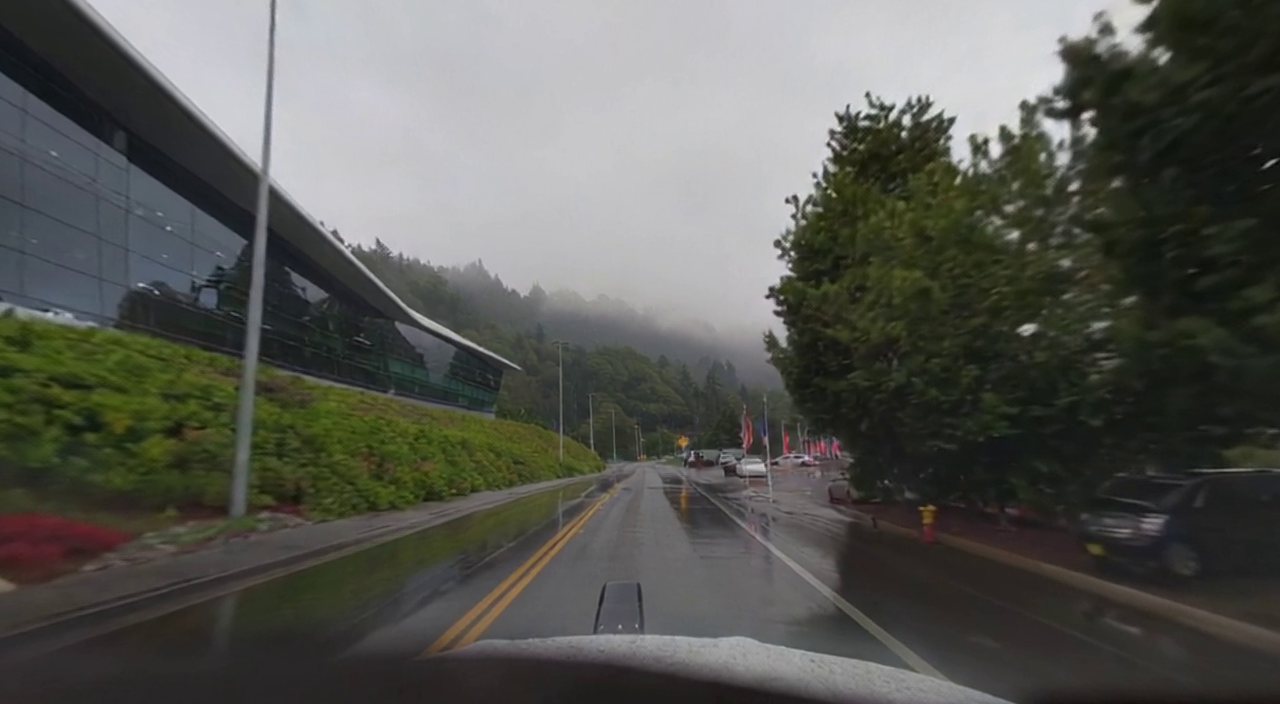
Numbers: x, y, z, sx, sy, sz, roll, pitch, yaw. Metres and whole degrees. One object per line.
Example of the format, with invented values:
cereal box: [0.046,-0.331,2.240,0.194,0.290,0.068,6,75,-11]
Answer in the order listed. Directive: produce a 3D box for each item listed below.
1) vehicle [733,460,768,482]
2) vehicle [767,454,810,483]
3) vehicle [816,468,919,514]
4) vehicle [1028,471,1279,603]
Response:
vehicle: [8.152,8.797,46.592,1.909,1.496,4.079,0,-9,1]
vehicle: [10.729,8.414,45.749,2.113,1.945,4.546,0,-9,2]
vehicle: [8.270,5.072,23.241,1.981,1.471,3.636,3,-10,-9]
vehicle: [8.616,2.660,9.361,4.320,1.636,1.887,0,-9,5]
